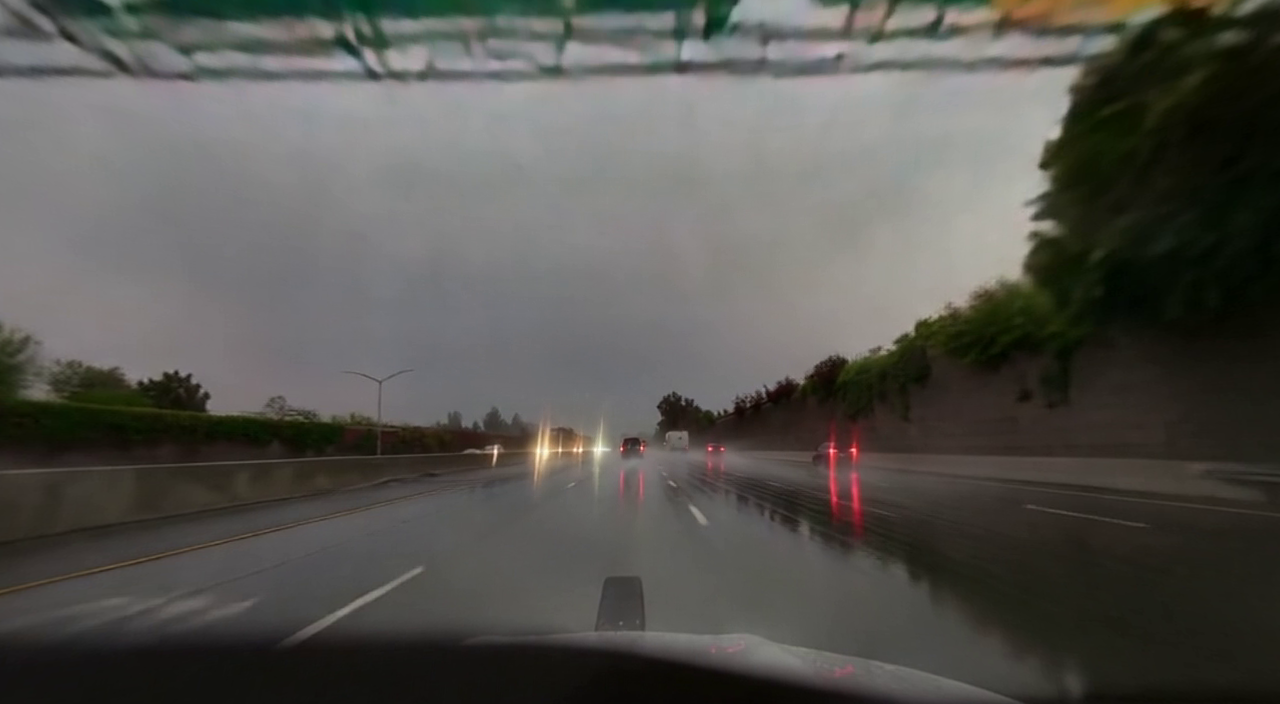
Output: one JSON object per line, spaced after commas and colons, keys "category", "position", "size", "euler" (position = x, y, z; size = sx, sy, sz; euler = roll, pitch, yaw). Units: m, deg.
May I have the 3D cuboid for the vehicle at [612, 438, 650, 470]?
{"category": "vehicle", "position": [-0.590, 6.024, 37.491], "size": [2.121, 1.739, 4.087], "euler": [0, -8, -2]}

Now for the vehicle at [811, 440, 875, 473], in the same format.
{"category": "vehicle", "position": [11.083, 5.725, 34.844], "size": [1.912, 1.673, 4.438], "euler": [0, -8, -1]}
